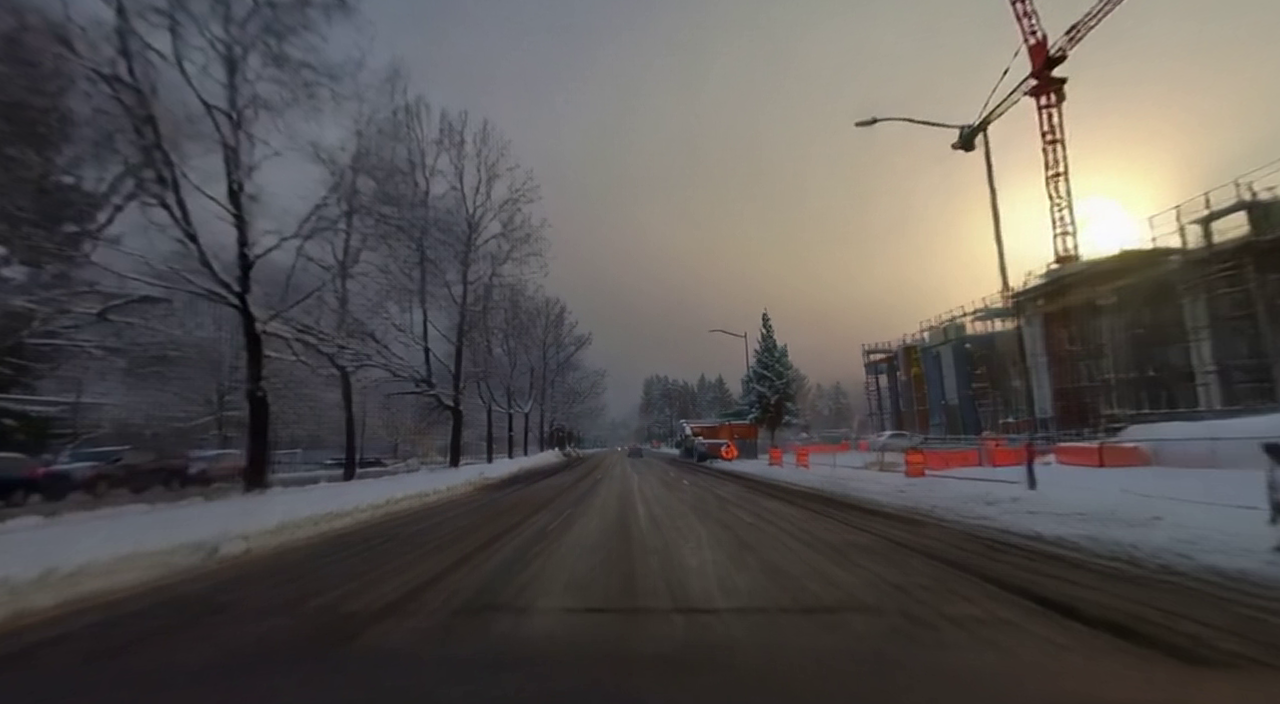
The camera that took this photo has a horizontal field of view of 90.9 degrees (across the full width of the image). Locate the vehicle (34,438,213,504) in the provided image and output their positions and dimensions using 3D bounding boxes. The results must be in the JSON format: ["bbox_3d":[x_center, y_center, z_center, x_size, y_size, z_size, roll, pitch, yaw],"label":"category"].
[{"bbox_3d":[-18.141,4.148,22.601,2.286,2.069,5.077,0,-8,-4],"label":"vehicle"}]

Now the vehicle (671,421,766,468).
[{"bbox_3d":[5.290,6.533,44.242,3.060,2.963,7.552,4,-10,-24],"label":"vehicle"}]
